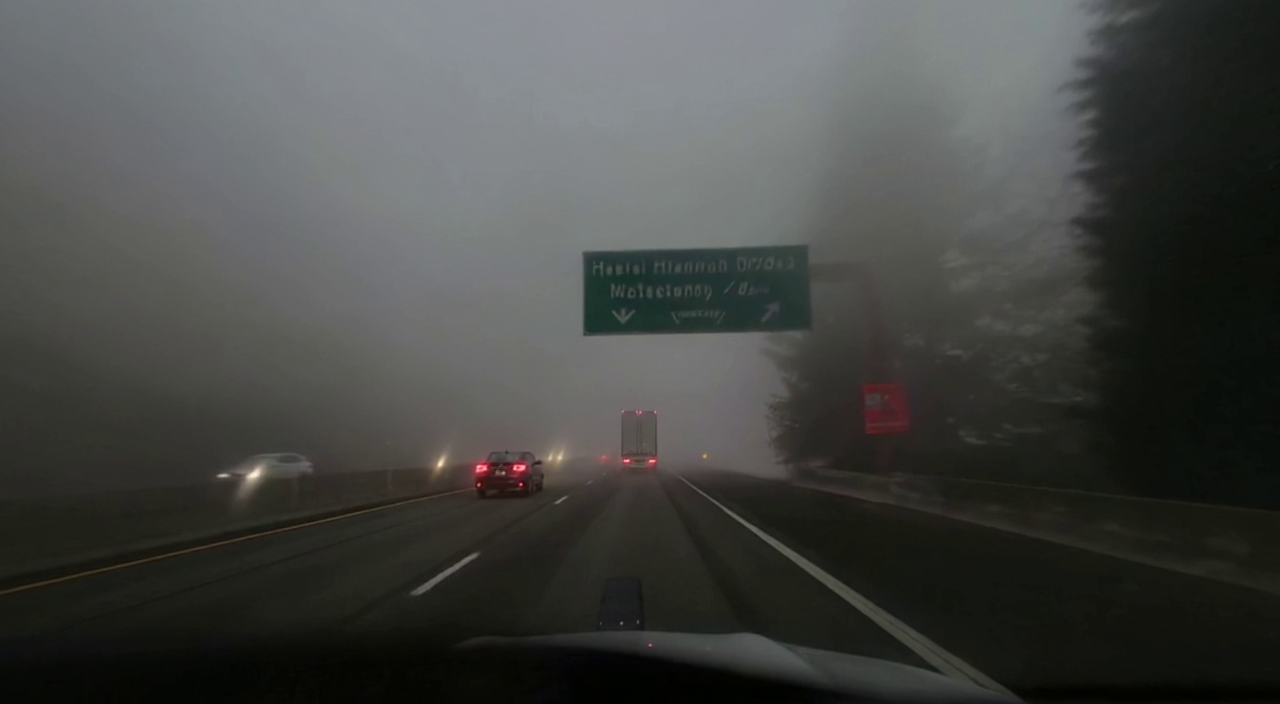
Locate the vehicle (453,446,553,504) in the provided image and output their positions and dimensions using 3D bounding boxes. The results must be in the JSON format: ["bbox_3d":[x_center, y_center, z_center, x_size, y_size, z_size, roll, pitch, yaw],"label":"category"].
[{"bbox_3d":[-4.017,3.693,19.377,2.053,1.523,4.450,-1,-9,0],"label":"vehicle"}]

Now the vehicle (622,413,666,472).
[{"bbox_3d":[0.153,6.601,45.624,2.864,3.805,9.500,0,-9,-1],"label":"vehicle"}]

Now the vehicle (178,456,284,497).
[{"bbox_3d":[-15.971,4.852,24.852,1.781,1.417,3.527,0,-9,0],"label":"vehicle"}]
